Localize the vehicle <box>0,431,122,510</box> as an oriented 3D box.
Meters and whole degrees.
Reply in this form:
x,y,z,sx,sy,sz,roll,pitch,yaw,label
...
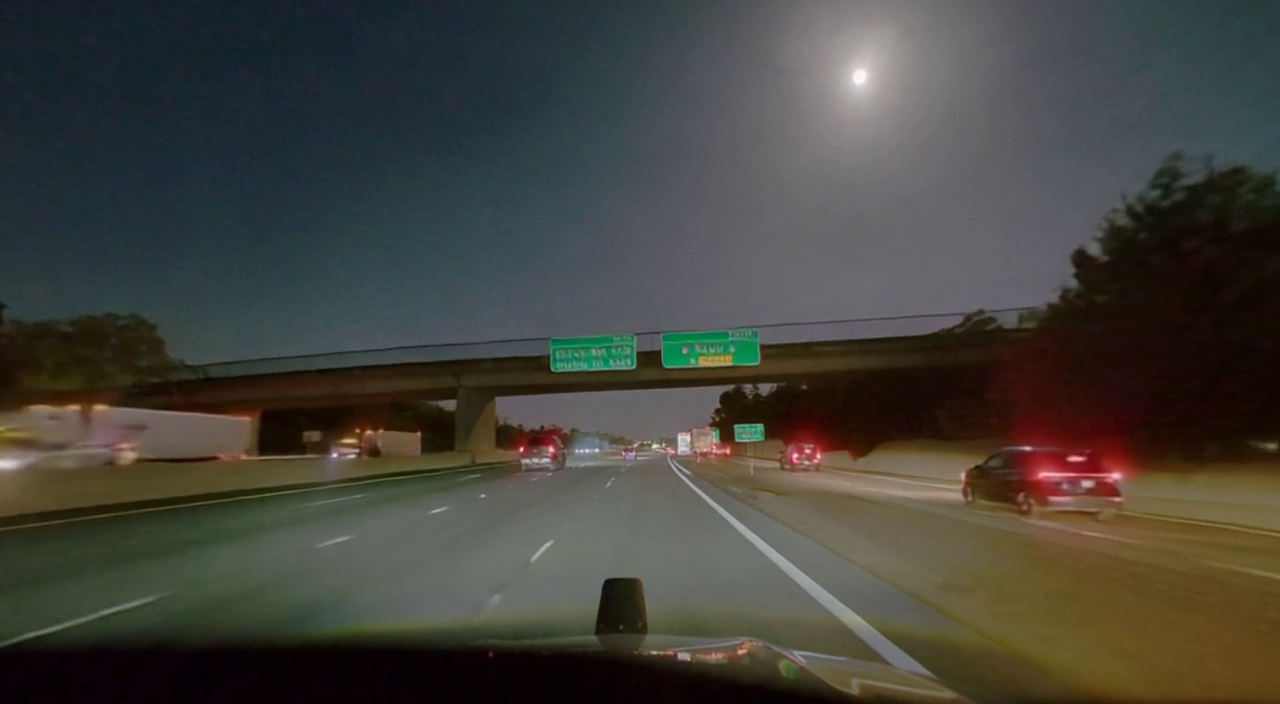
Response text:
x,y,z,sx,sy,sz,roll,pitch,yaw,label
-16.208,2.964,15.925,2.074,1.862,4.805,0,-8,1,vehicle

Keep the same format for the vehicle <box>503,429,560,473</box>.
x,y,z,sx,sy,sz,roll,pitch,yaw,label
-6.364,5.891,37.664,2.264,2.379,5.248,0,-8,2,vehicle

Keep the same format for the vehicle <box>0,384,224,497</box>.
x,y,z,sx,sy,sz,roll,pitch,yaw,label
-19.858,3.320,23.584,3.085,3.485,7.854,0,-8,1,vehicle

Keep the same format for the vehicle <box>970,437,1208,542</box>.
x,y,z,sx,sy,sz,roll,pitch,yaw,label
9.548,2.891,14.025,2.146,1.929,4.388,-1,-8,3,vehicle

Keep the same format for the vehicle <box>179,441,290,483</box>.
x,y,z,sx,sy,sz,roll,pitch,yaw,label
-24.230,6.551,38.094,2.412,2.274,6.038,-1,-8,3,vehicle

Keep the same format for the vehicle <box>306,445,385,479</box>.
x,y,z,sx,sy,sz,roll,pitch,yaw,label
-16.171,6.021,34.947,2.051,1.715,4.579,0,-8,2,vehicle
